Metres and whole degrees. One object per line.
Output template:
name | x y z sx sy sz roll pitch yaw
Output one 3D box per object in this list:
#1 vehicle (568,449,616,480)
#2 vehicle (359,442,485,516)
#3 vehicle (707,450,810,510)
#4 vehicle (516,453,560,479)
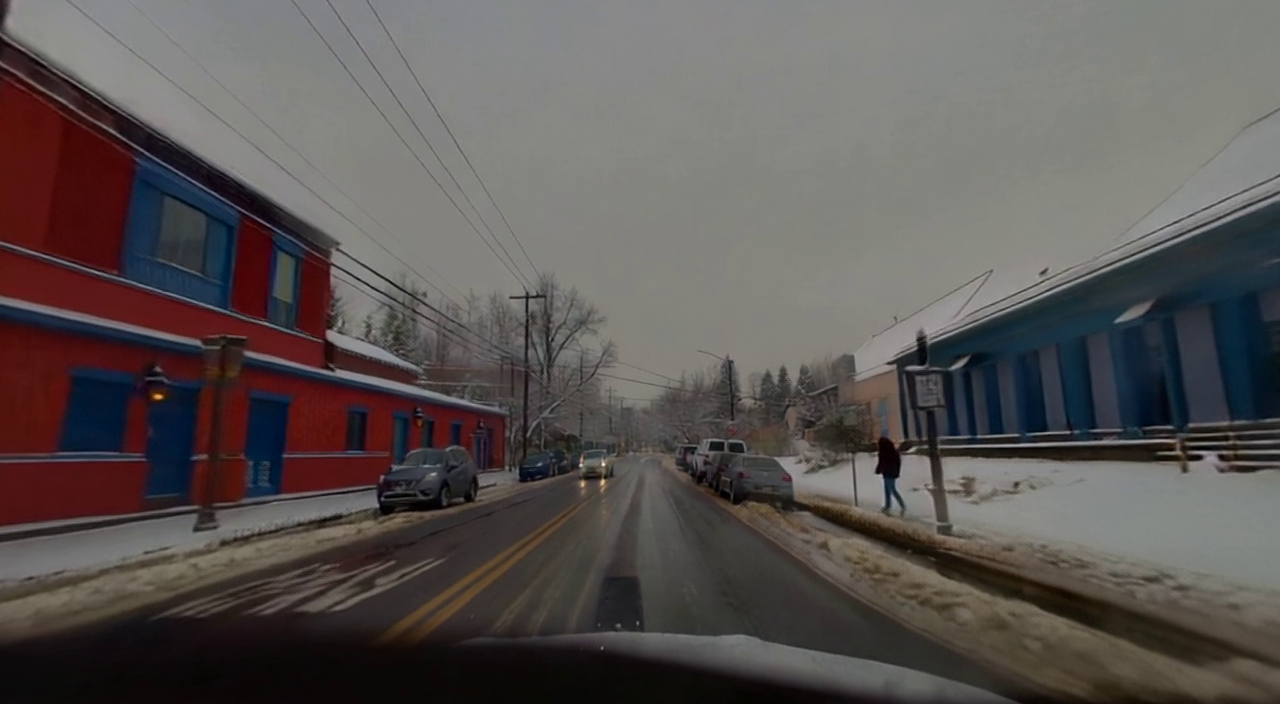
vehicle | -2.490 5.977 33.869 2.036 1.515 4.437 0 -9 2
vehicle | -6.279 3.644 18.791 2.140 1.746 4.385 -4 -8 1
vehicle | 3.169 3.517 17.889 1.966 1.471 4.552 0 -9 -1
vehicle | -6.123 6.894 38.425 1.844 1.486 4.474 0 -9 2
